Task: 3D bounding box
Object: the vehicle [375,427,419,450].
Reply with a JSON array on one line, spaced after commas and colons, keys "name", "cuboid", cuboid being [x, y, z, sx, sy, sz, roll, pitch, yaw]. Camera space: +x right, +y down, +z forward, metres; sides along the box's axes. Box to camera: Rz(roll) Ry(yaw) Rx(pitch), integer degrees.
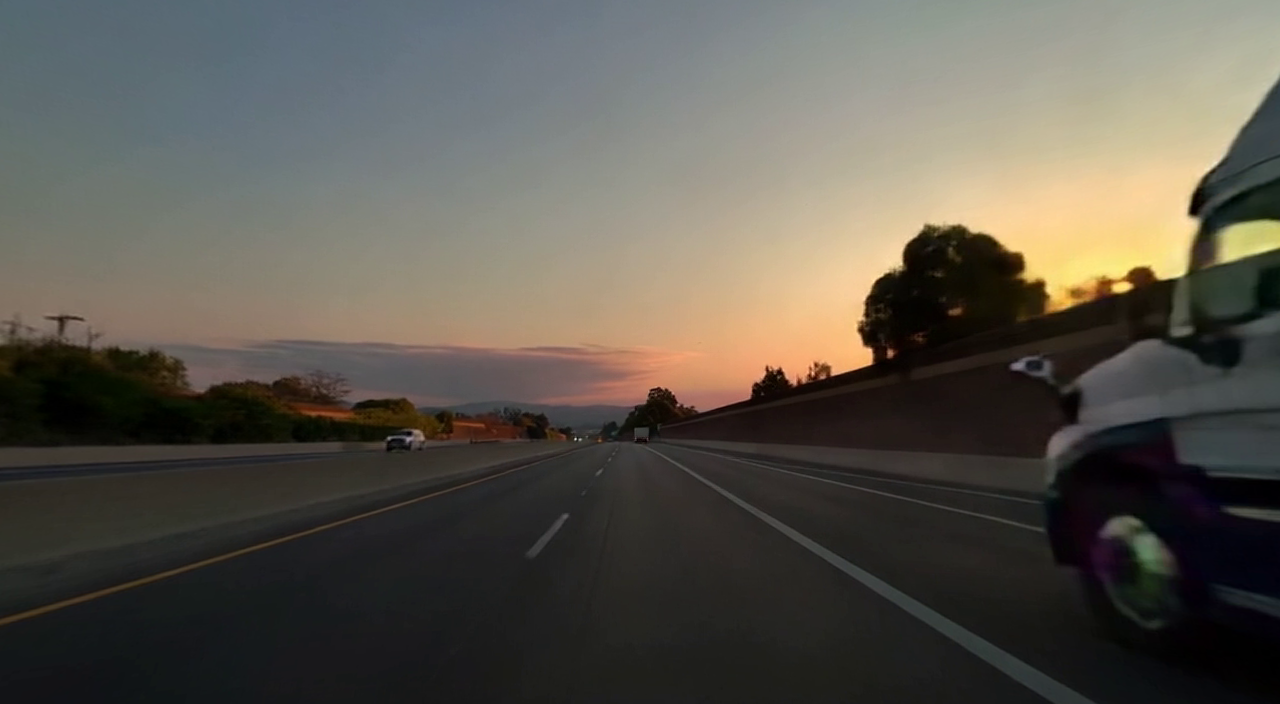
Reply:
[{"name": "vehicle", "cuboid": [-19.147, 6.834, 49.728, 1.803, 1.644, 4.170, 2, -8, -1]}]
